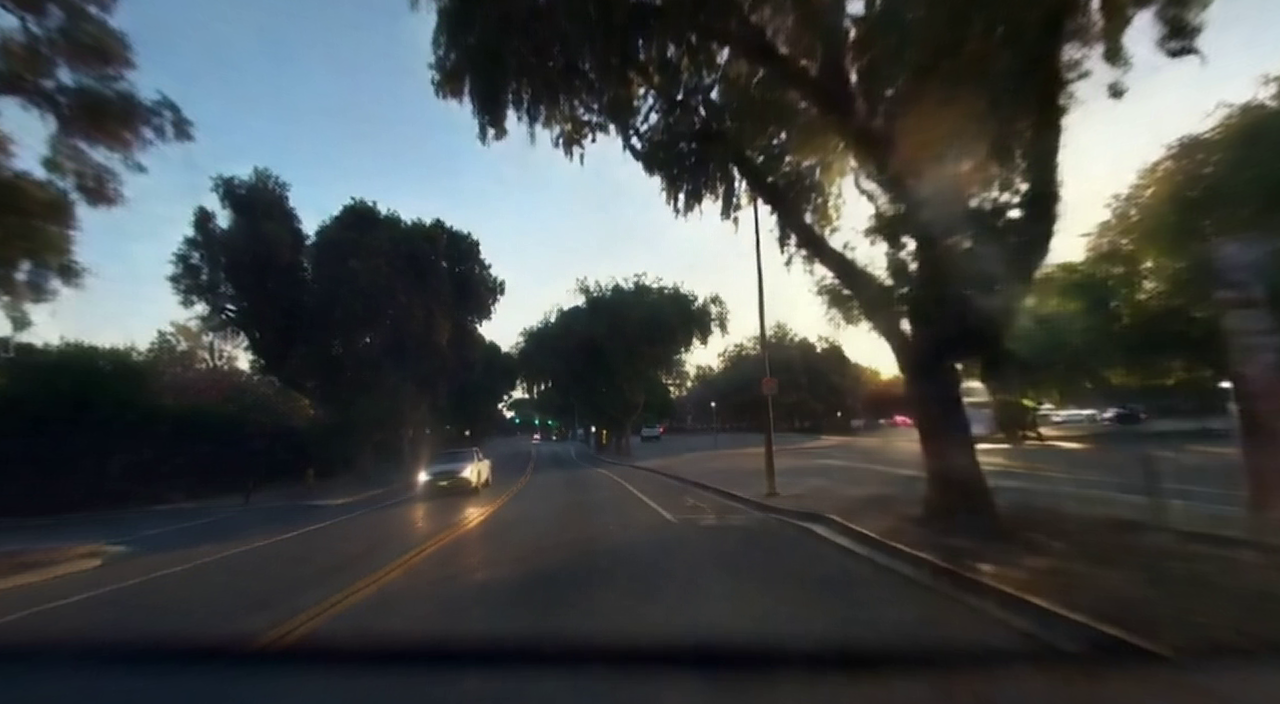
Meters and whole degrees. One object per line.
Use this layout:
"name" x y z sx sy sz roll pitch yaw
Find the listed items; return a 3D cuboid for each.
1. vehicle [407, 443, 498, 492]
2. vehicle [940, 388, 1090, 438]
"vehicle" -6.241 3.849 21.545 2.125 1.440 4.450 0 -8 -5
"vehicle" 26.880 4.435 45.491 8.774 3.004 2.914 -3 -7 -1
